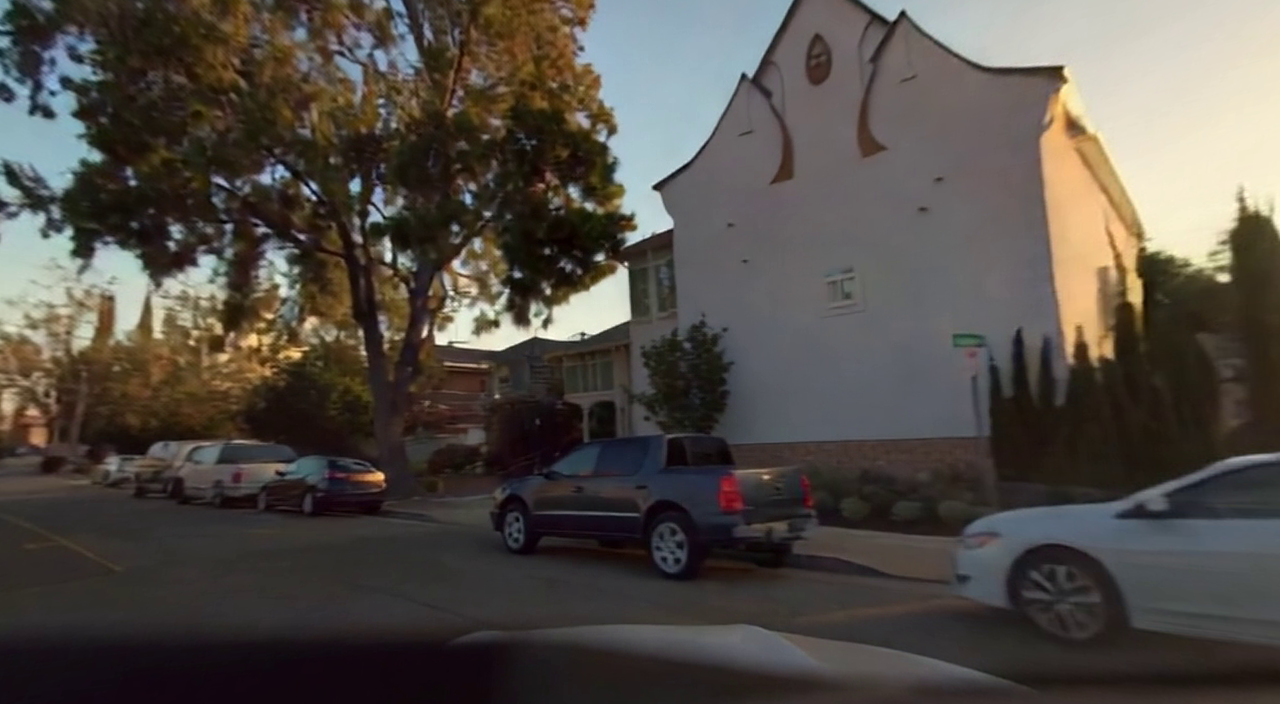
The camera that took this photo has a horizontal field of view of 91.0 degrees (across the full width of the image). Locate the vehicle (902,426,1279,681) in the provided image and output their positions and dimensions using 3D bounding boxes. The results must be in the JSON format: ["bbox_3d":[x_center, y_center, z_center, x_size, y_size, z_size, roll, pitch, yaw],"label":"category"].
[{"bbox_3d":[4.677,1.279,4.177,5.075,1.436,1.863,-4,-9,40],"label":"vehicle"}]

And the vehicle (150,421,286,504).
[{"bbox_3d":[-12.920,3.213,19.149,4.893,2.129,1.993,-4,-9,40],"label":"vehicle"}]

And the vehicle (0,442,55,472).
[{"bbox_3d":[-47.685,8.100,48.923,4.962,2.038,2.191,-5,-10,38],"label":"vehicle"}]

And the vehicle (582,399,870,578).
[{"bbox_3d":[1.505,1.845,9.434,2.046,1.969,4.585,-7,-11,40],"label":"vehicle"}]

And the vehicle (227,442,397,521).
[{"bbox_3d":[-7.861,2.933,14.917,4.476,1.442,1.828,-4,-9,39],"label":"vehicle"}]
